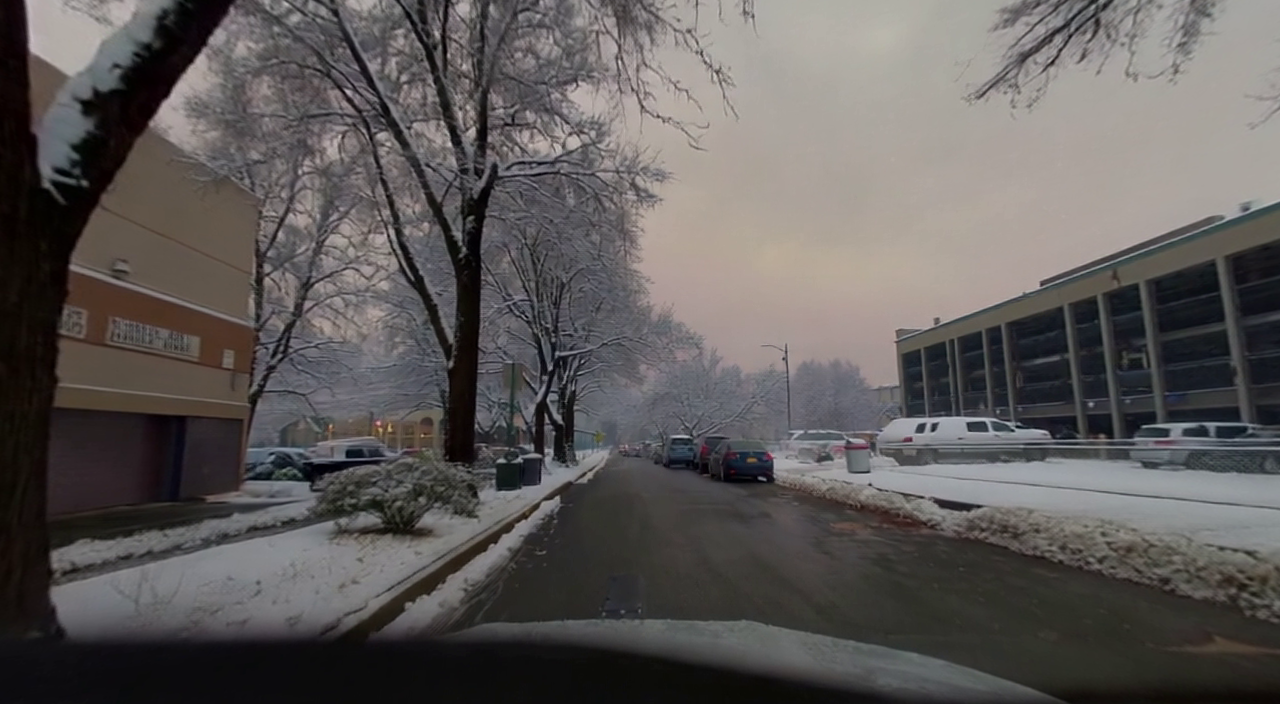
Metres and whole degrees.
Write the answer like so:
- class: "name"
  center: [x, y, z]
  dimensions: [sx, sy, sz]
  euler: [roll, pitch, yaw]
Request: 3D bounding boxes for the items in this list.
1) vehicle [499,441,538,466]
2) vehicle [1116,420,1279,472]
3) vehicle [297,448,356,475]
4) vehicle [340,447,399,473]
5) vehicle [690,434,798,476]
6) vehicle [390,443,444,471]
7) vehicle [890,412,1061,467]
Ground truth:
- class: "vehicle"
  center: [-8.417, 7.053, 44.131]
  dimensions: [1.993, 1.640, 4.457]
  euler: [0, -8, -2]
- class: "vehicle"
  center: [25.229, 4.233, 28.635]
  dimensions: [5.596, 2.168, 2.307]
  euler: [2, -7, -5]
- class: "vehicle"
  center: [-20.725, 7.225, 41.943]
  dimensions: [1.880, 1.617, 3.870]
  euler: [0, -8, 0]
- class: "vehicle"
  center: [-17.733, 7.061, 41.618]
  dimensions: [1.850, 1.531, 4.256]
  euler: [0, -8, 3]
- class: "vehicle"
  center: [4.657, 4.546, 28.075]
  dimensions: [4.626, 1.723, 1.939]
  euler: [5, -10, -33]
- class: "vehicle"
  center: [-14.886, 6.992, 42.349]
  dimensions: [1.888, 1.657, 4.138]
  euler: [0, -8, 4]
- class: "vehicle"
  center: [13.304, 3.504, 25.352]
  dimensions: [5.540, 2.045, 2.259]
  euler: [0, -8, -3]
